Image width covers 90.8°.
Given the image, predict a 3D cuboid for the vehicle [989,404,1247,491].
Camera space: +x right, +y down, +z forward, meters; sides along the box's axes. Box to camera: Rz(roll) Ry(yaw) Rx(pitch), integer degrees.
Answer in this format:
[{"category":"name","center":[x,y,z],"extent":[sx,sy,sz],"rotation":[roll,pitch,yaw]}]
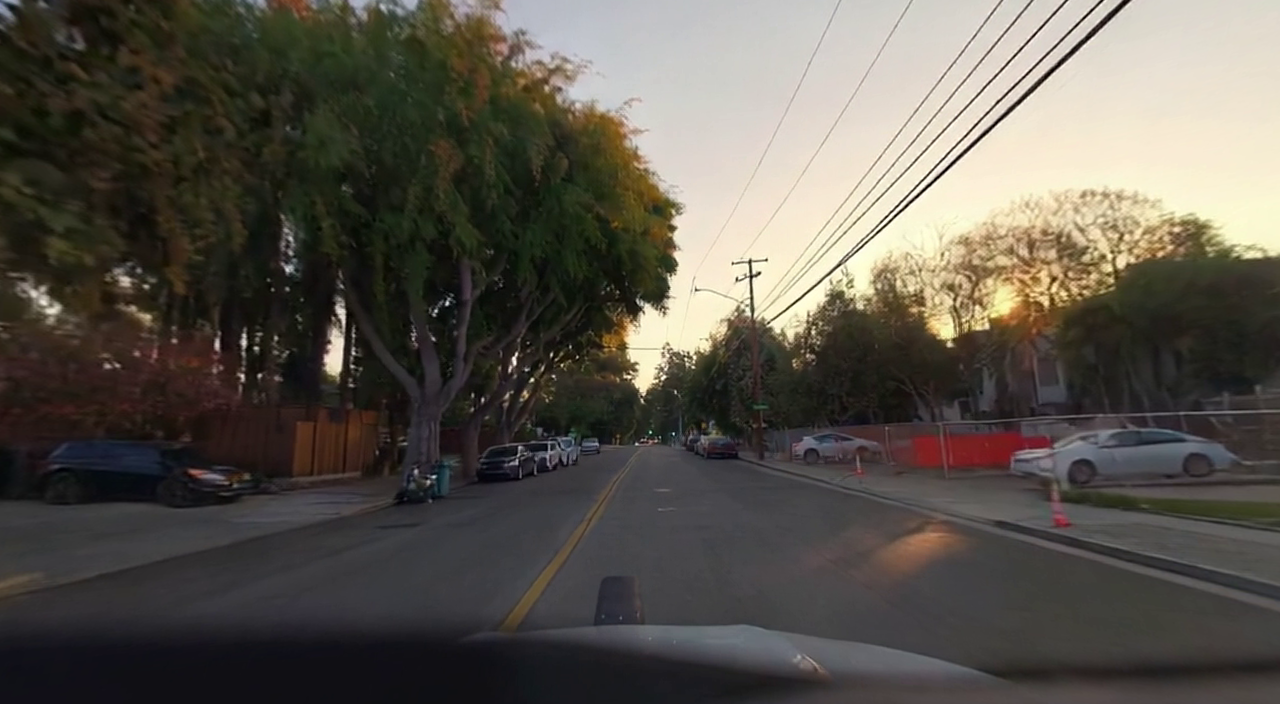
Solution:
[{"category":"vehicle","center":[11.174,2.270,15.065],"extent":[4.399,1.884,2.071],"rotation":[0,-9,-1]}]

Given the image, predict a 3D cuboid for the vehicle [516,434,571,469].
[{"category":"vehicle","center":[-5.438,5.757,36.277],"extent":[2.158,1.837,4.659],"rotation":[-1,-10,3]}]

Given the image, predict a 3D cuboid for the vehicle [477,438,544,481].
[{"category":"vehicle","center":[-5.843,4.846,28.952],"extent":[1.771,1.512,4.281],"rotation":[5,-6,4]}]

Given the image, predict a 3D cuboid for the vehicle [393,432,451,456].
[{"category":"vehicle","center":[-15.776,6.687,45.873],"extent":[3.634,1.520,1.656],"rotation":[-3,-8,0]}]

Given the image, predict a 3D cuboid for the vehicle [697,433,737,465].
[{"category":"vehicle","center":[4.788,6.114,39.998],"extent":[2.134,1.863,4.455],"rotation":[0,-8,2]}]

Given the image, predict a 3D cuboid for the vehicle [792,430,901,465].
[{"category":"vehicle","center":[10.618,4.932,32.778],"extent":[4.920,1.759,1.998],"rotation":[0,-8,-2]}]

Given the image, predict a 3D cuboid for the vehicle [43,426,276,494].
[{"category":"vehicle","center":[-13.089,2.947,17.457],"extent":[4.752,1.734,1.998],"rotation":[0,-8,1]}]
